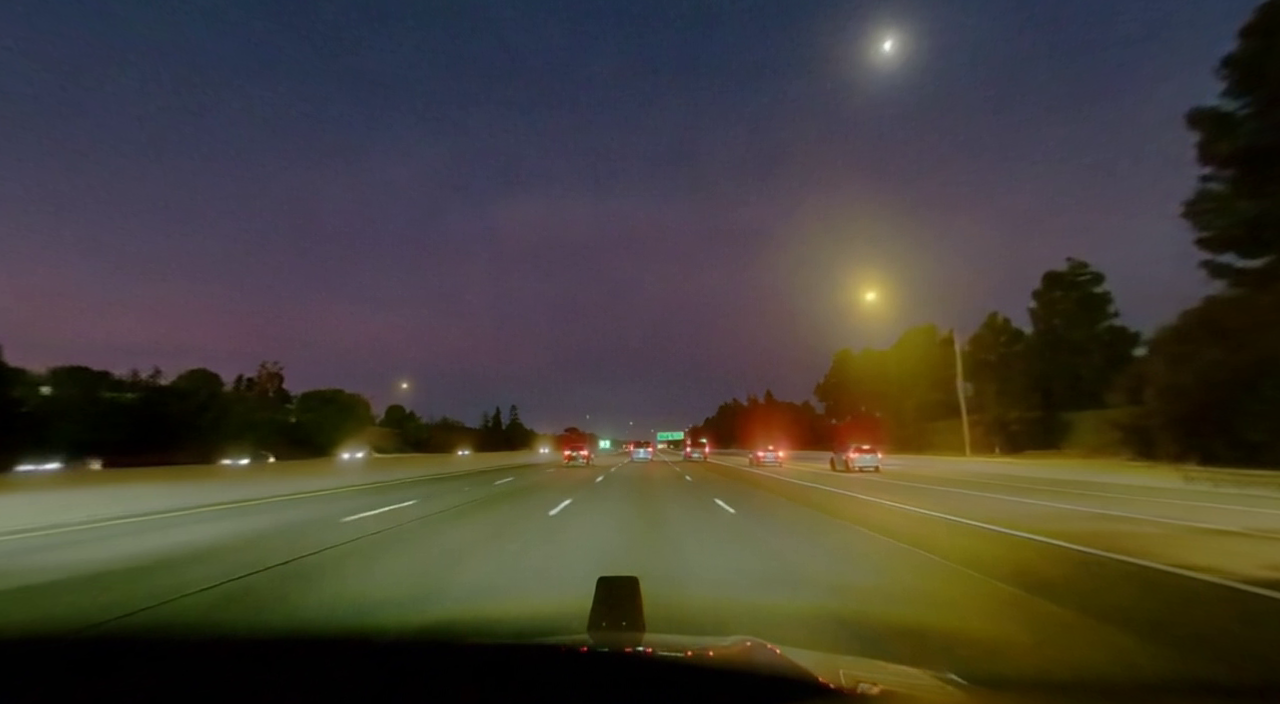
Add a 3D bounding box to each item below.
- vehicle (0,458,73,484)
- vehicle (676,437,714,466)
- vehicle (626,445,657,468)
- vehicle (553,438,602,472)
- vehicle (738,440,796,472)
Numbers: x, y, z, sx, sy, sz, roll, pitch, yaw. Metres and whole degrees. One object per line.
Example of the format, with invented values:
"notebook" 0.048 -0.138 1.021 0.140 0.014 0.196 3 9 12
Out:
"vehicle" -36.887 7.117 37.870 1.738 1.412 4.086 0 -9 1
"vehicle" 4.050 7.410 47.017 2.348 1.991 5.460 0 -9 0
"vehicle" 0.155 7.241 43.868 2.050 1.452 3.917 0 -9 2
"vehicle" -3.398 5.736 35.240 2.118 1.750 4.875 0 -9 1
"vehicle" 6.998 5.787 35.311 2.196 1.659 4.451 0 -9 -2
